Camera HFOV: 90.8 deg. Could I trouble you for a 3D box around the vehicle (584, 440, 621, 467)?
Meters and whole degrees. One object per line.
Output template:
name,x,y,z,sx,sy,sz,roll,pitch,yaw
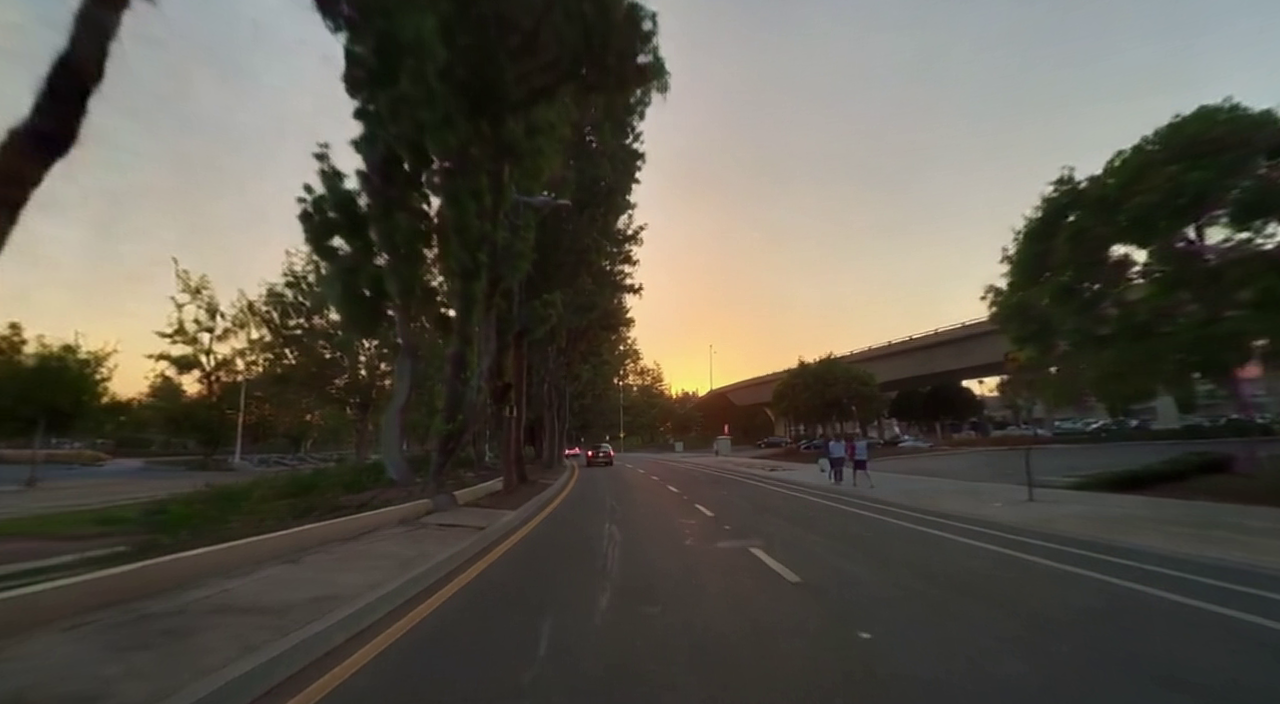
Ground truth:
vehicle,-2.607,6.878,43.072,2.184,1.713,4.231,1,-9,-8
